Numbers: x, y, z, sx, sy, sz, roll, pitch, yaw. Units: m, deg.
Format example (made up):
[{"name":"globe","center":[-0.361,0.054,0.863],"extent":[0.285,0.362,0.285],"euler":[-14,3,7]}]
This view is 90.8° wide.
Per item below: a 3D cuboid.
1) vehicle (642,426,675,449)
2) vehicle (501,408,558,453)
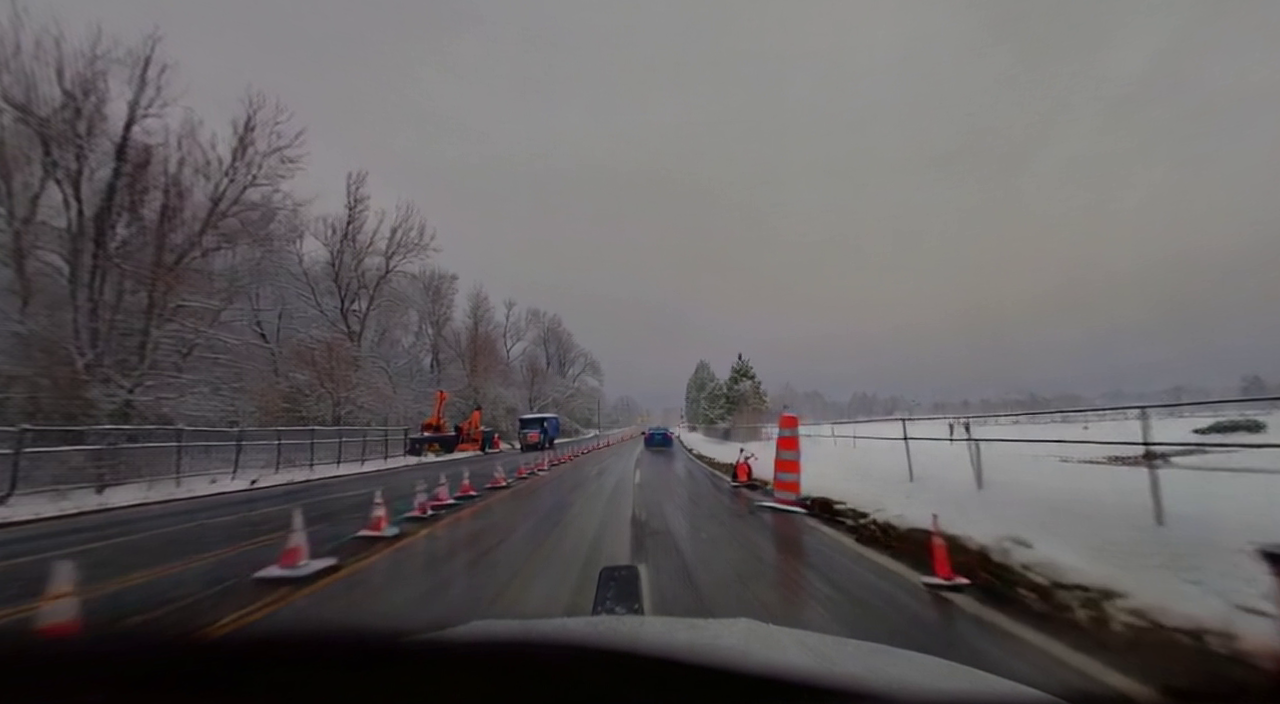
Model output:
[{"name":"vehicle","center":[1.284,5.971,43.977],"extent":[2.172,1.486,3.581],"euler":[-1,-9,2]},{"name":"vehicle","center":[-7.005,5.036,40.285],"extent":[3.064,2.710,2.385],"euler":[-1,-9,3]}]
